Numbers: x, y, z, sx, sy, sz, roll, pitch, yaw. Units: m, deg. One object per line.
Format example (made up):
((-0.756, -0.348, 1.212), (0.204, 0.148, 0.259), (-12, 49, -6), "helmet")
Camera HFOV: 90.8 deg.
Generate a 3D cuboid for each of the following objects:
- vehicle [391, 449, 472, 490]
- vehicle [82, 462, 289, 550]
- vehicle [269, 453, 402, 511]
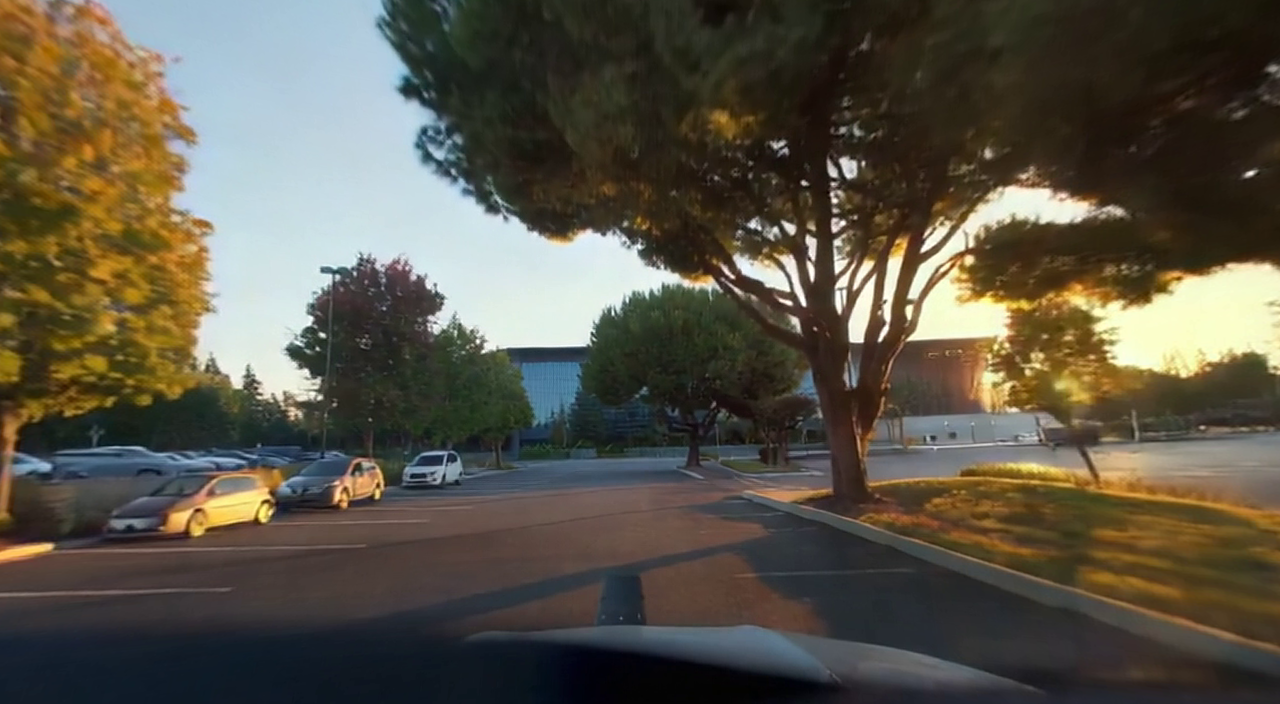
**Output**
((-9.859, 5.567, 30.406), (2.360, 1.741, 4.912), (0, -8, -2), "vehicle")
((-9.604, 3.221, 13.751), (1.938, 1.191, 3.630), (-7, -6, -2), "vehicle")
((-9.425, 4.030, 20.026), (2.038, 1.525, 4.383), (0, -8, 0), "vehicle")
